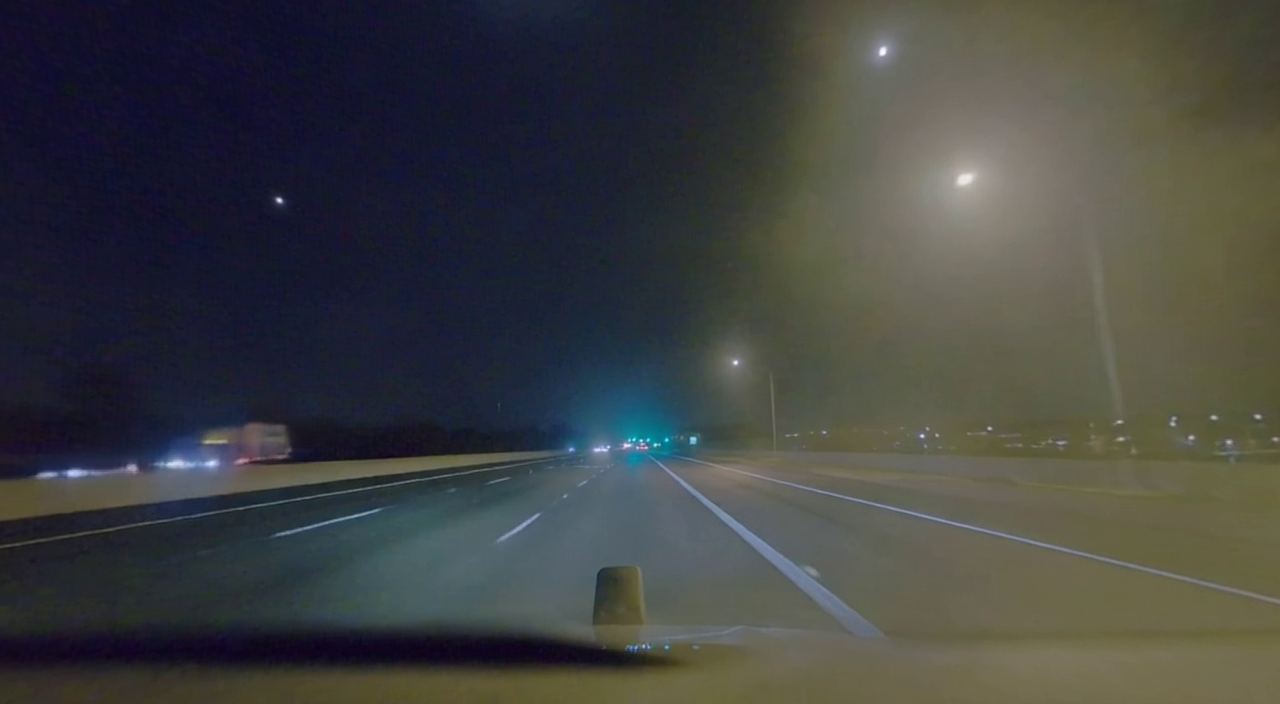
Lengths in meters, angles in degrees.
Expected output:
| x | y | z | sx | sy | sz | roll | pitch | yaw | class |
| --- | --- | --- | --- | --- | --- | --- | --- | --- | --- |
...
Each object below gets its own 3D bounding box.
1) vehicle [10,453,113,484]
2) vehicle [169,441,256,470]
| x | y | z | sx | sy | sz | roll | pitch | yaw | class |
| --- | --- | --- | --- | --- | --- | --- | --- | --- | --- |
| -29.857 | 6.002 | 32.738 | 1.726 | 1.405 | 3.815 | 0 | -8 | 0 | vehicle |
| -26.124 | 6.339 | 38.787 | 2.023 | 1.639 | 4.699 | -1 | -8 | 0 | vehicle |
